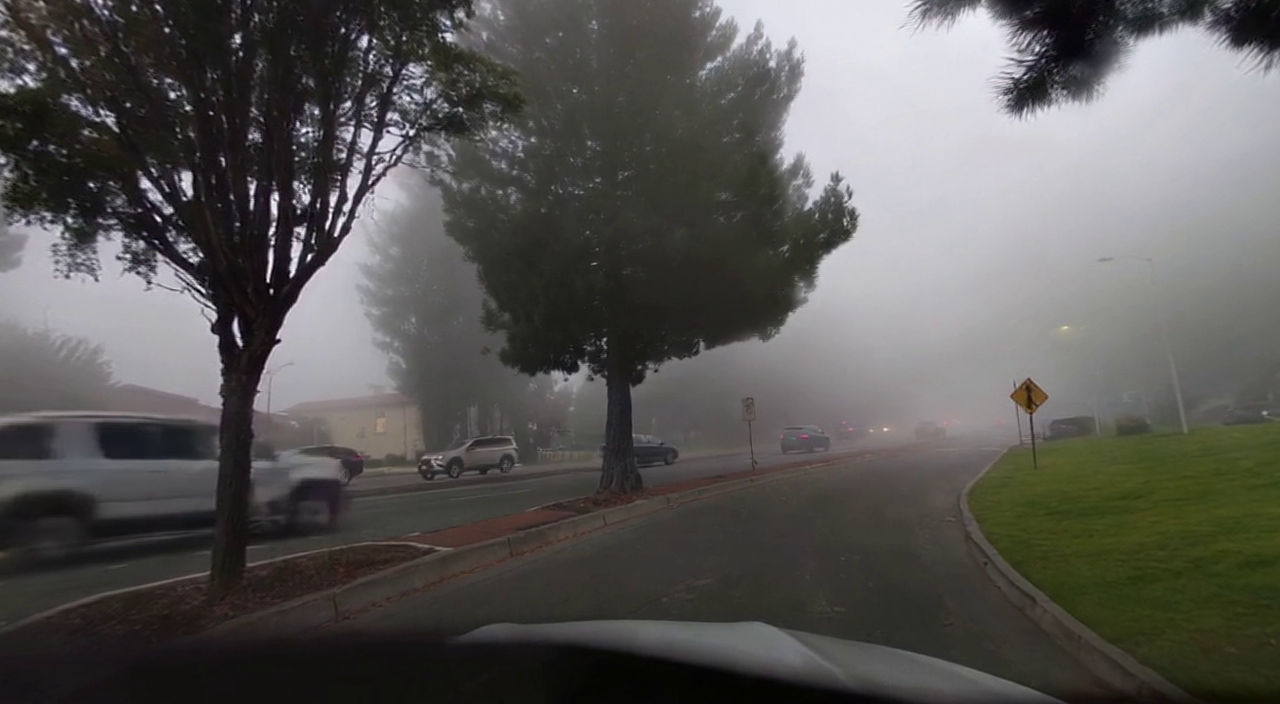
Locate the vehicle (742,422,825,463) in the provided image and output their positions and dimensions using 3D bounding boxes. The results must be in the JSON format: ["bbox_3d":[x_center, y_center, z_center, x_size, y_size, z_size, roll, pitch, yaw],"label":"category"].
[{"bbox_3d":[7.478,4.621,32.496,1.954,1.639,5.229,-9,-8,38],"label":"vehicle"}]

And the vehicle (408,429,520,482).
[{"bbox_3d":[-8.633,5.042,31.393,2.134,1.924,4.911,-6,-4,41],"label":"vehicle"}]

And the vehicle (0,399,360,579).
[{"bbox_3d":[-6.830,1.719,8.796,4.748,1.936,2.517,5,-10,-45],"label":"vehicle"}]

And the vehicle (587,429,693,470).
[{"bbox_3d":[0.104,4.399,28.593,2.183,1.651,4.928,-8,-11,38],"label":"vehicle"}]
